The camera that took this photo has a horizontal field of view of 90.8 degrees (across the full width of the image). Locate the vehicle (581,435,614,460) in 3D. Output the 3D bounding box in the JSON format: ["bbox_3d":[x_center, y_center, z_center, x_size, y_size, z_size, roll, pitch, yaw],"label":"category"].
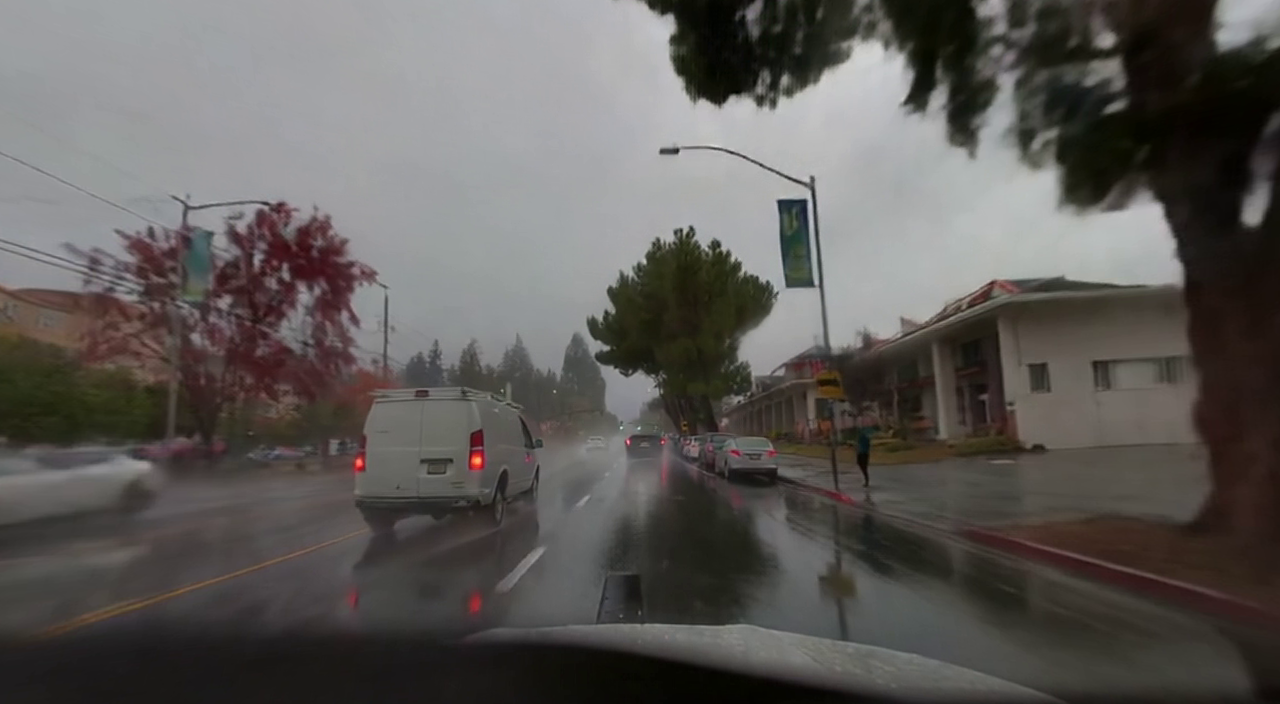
[{"bbox_3d":[-2.930,6.711,44.625,2.028,1.689,4.162,0,-8,1],"label":"vehicle"}]

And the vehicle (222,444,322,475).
[{"bbox_3d":[-23.281,6.787,40.127,5.075,1.581,2.063,-3,-8,-2],"label":"vehicle"}]

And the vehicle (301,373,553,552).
[{"bbox_3d":[-2.891,1.671,10.146,2.213,2.123,5.124,0,-8,0],"label":"vehicle"}]

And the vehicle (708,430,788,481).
[{"bbox_3d":[3.806,3.750,23.174,1.947,1.646,4.782,0,-8,-2],"label":"vehicle"}]

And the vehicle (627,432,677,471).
[{"bbox_3d":[0.490,4.569,29.192,2.126,1.657,4.132,0,-8,-1],"label":"vehicle"}]

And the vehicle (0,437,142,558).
[{"bbox_3d":[-9.178,1.854,7.960,1.952,1.537,4.746,0,-8,0],"label":"vehicle"}]
